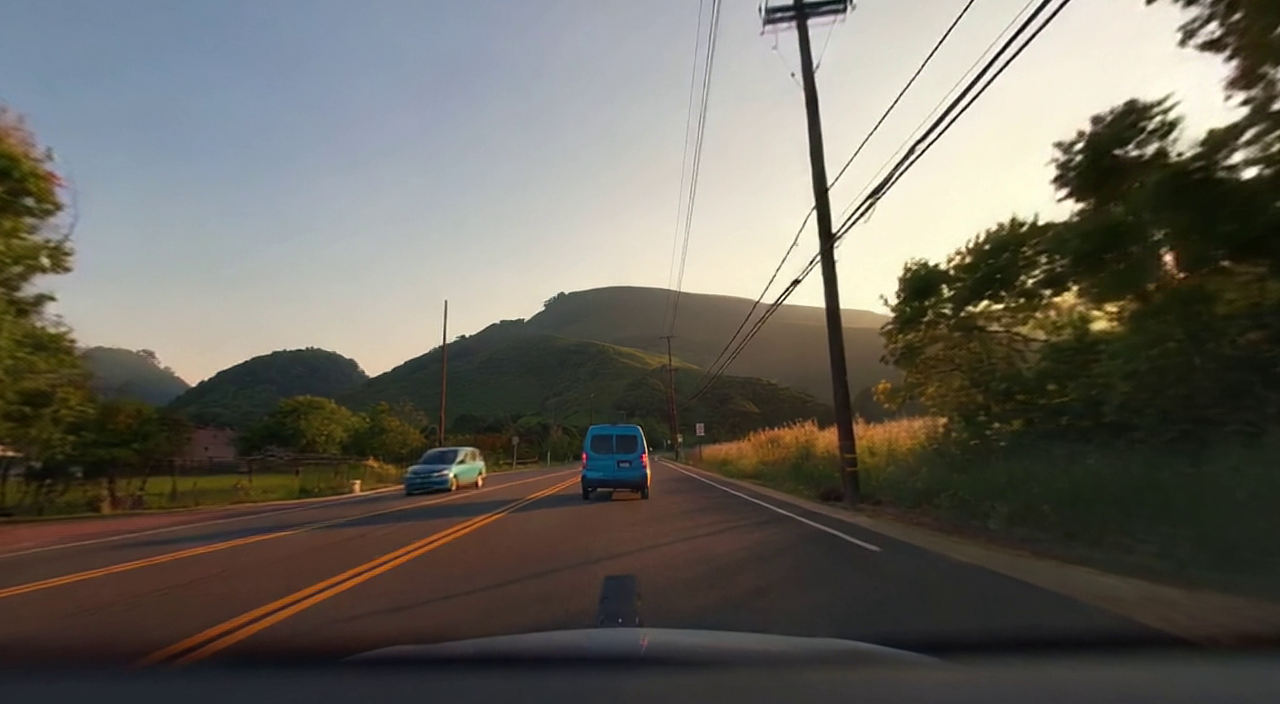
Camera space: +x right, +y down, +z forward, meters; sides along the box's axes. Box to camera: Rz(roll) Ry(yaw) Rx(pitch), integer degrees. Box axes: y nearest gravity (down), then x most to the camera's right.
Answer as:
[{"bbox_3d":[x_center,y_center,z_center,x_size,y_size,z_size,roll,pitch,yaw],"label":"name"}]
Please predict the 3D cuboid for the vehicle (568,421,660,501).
[{"bbox_3d":[-0.739,3.261,19.268,2.454,2.144,4.535,0,-8,-1],"label":"vehicle"}]

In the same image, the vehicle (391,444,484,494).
[{"bbox_3d":[-8.809,5.092,27.903,2.089,1.946,4.979,-1,-8,5],"label":"vehicle"}]
